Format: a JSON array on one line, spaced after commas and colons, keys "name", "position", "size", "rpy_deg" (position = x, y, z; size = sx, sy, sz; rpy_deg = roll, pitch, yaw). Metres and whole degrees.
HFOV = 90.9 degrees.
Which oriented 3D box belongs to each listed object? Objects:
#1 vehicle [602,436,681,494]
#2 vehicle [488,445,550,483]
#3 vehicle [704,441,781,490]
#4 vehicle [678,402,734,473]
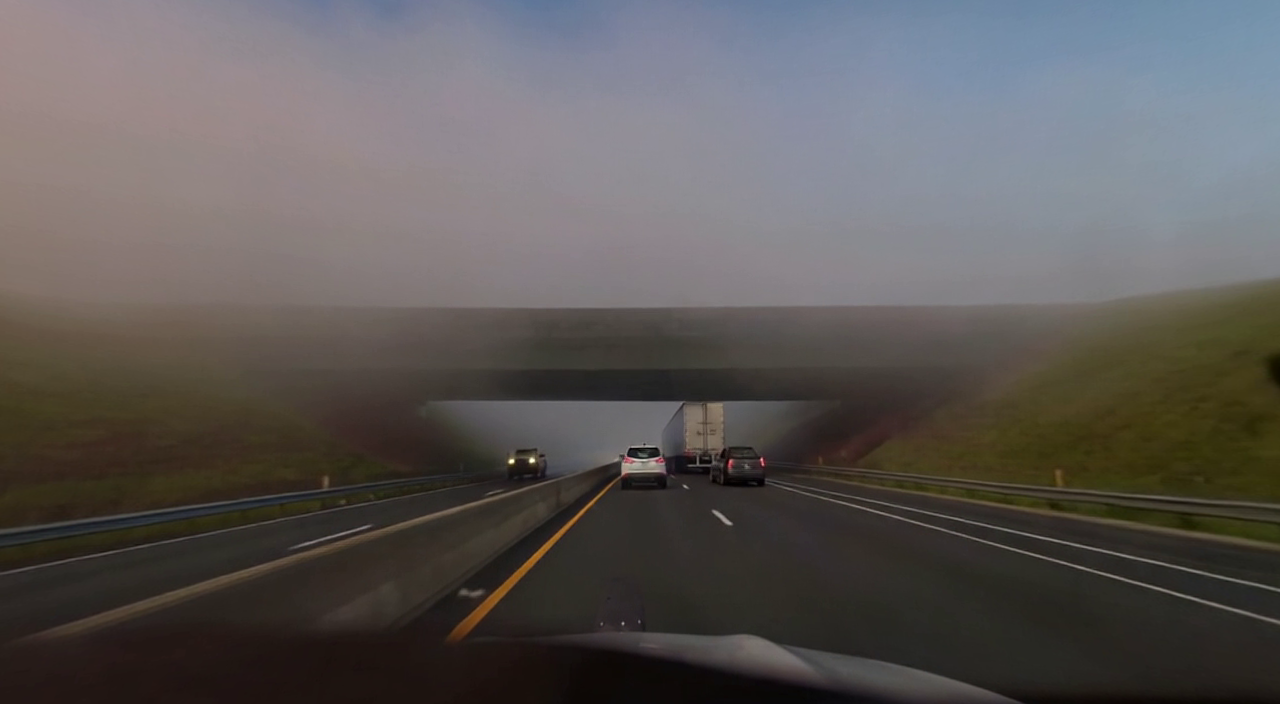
[{"name": "vehicle", "position": [0.082, 3.585, 20.243], "size": [2.256, 1.615, 4.114], "rpy_deg": [-1, -9, 1]}, {"name": "vehicle", "position": [-6.171, 5.754, 32.608], "size": [2.233, 1.685, 4.222], "rpy_deg": [-3, -9, 2]}, {"name": "vehicle", "position": [3.409, 3.856, 21.674], "size": [1.972, 1.505, 3.946], "rpy_deg": [-1, -9, 0]}, {"name": "vehicle", "position": [3.912, 5.330, 38.921], "size": [2.948, 3.974, 6.480], "rpy_deg": [-1, -9, 2]}]
